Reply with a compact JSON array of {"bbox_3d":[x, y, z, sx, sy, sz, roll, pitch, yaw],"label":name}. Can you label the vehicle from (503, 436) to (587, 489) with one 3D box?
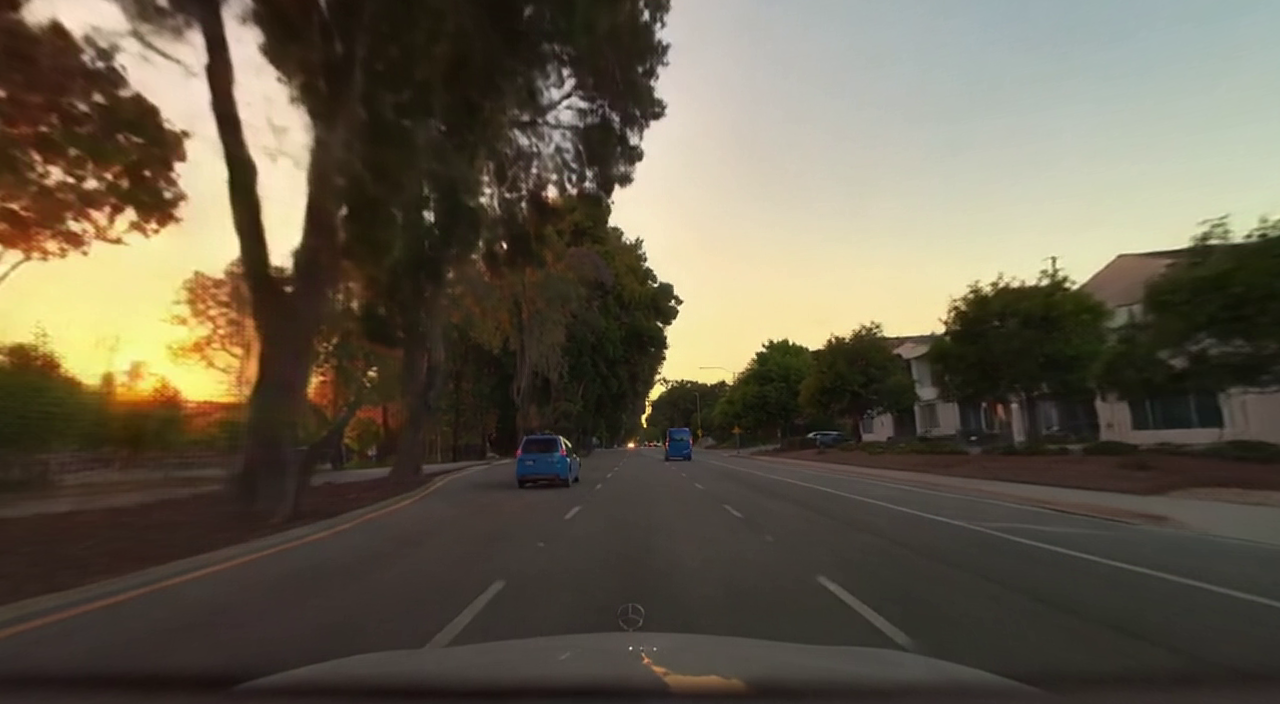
[{"bbox_3d":[-3.105,3.746,21.672,2.129,1.602,4.532,0,-8,1],"label":"vehicle"}]
